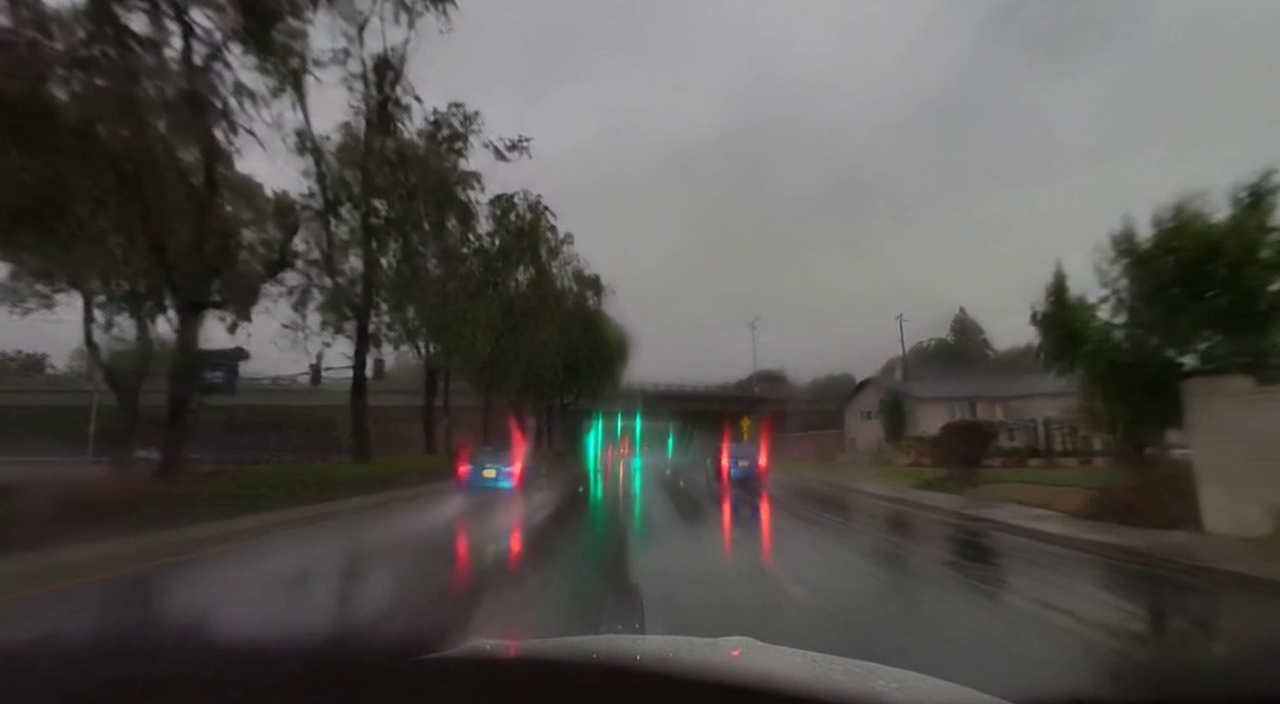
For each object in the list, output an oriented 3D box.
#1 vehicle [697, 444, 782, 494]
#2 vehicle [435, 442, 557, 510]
[{"bbox_3d":[3.216,3.881,21.334,2.068,1.497,4.247,0,-9,-1],"label":"vehicle"},{"bbox_3d":[-3.511,3.107,16.366,2.060,1.484,4.417,0,-9,1],"label":"vehicle"}]
